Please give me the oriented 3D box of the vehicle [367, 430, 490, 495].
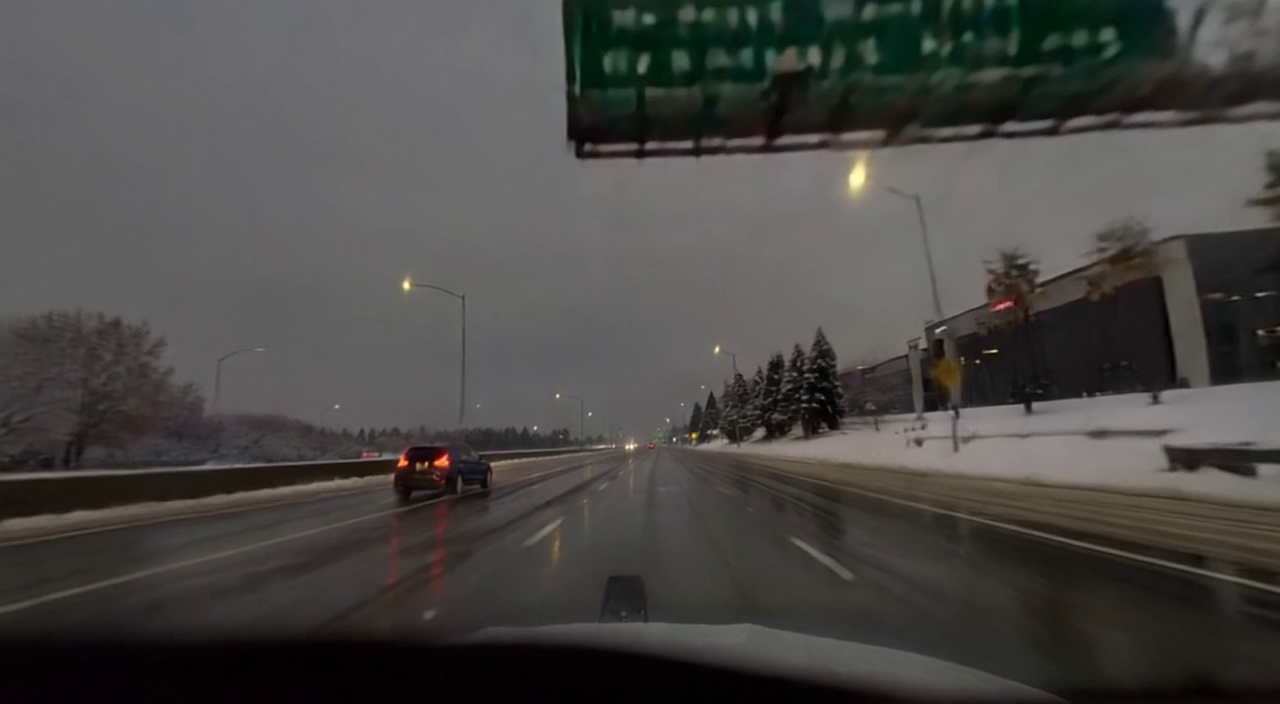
[{"bbox_3d":[-6.527,3.479,20.162,2.145,1.793,4.762,-1,-9,2],"label":"vehicle"}]
